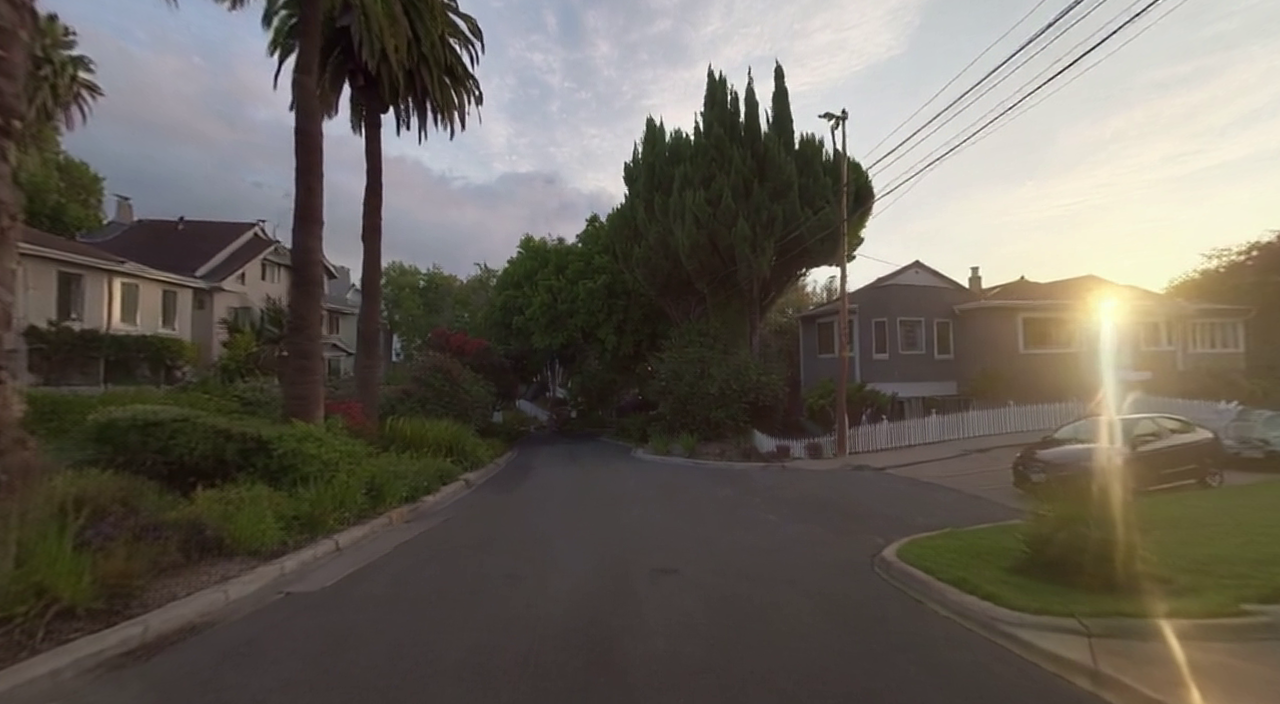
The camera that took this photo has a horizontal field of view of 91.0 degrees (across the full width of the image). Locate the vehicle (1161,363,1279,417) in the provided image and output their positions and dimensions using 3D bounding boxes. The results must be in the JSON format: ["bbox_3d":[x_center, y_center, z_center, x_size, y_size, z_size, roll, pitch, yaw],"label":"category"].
[{"bbox_3d":[24.371,1.641,25.925,4.980,1.925,2.001,3,-9,-19],"label":"vehicle"}]

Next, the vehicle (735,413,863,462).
[{"bbox_3d":[7.359,3.998,29.020,5.663,1.913,2.170,6,-11,-26],"label":"vehicle"}]

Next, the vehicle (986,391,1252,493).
[{"bbox_3d":[10.387,2.017,13.814,4.443,1.948,2.230,2,-11,-16],"label":"vehicle"}]
